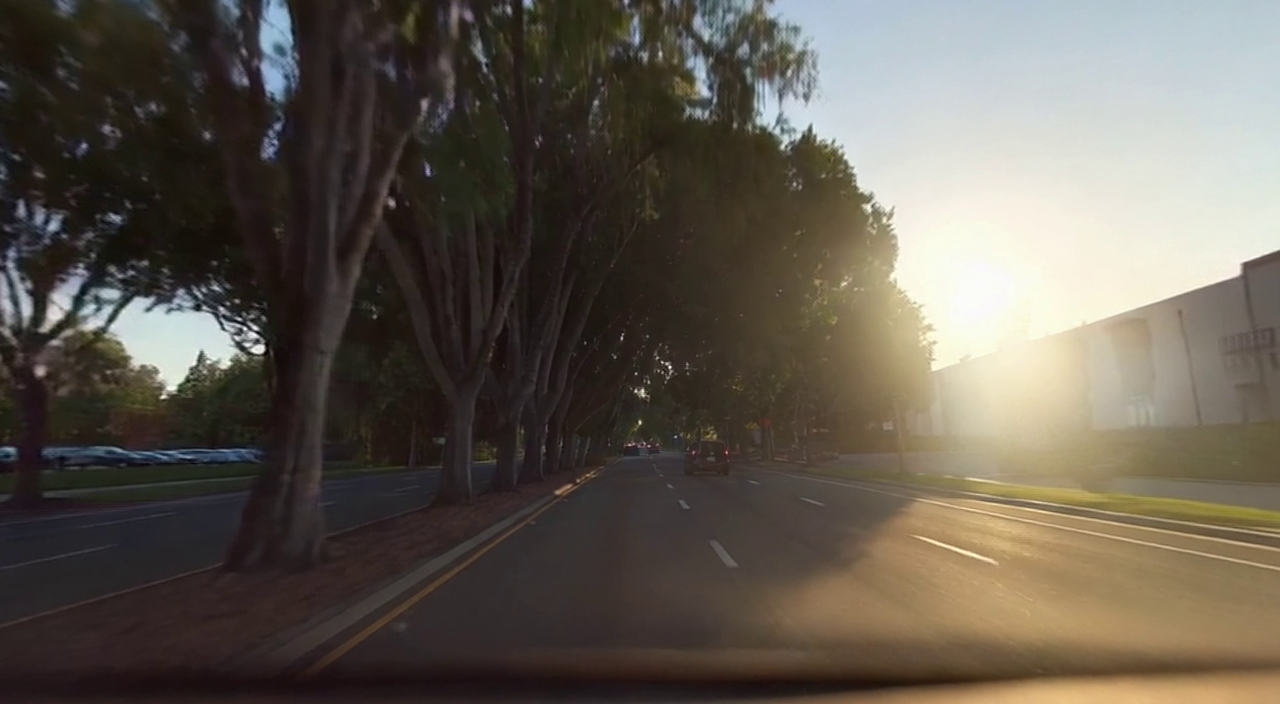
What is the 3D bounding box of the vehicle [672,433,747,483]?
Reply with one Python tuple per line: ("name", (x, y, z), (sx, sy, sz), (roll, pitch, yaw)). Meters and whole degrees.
("vehicle", (2.548, 4.066, 24.522), (2.240, 1.740, 4.605), (0, -8, -2))
